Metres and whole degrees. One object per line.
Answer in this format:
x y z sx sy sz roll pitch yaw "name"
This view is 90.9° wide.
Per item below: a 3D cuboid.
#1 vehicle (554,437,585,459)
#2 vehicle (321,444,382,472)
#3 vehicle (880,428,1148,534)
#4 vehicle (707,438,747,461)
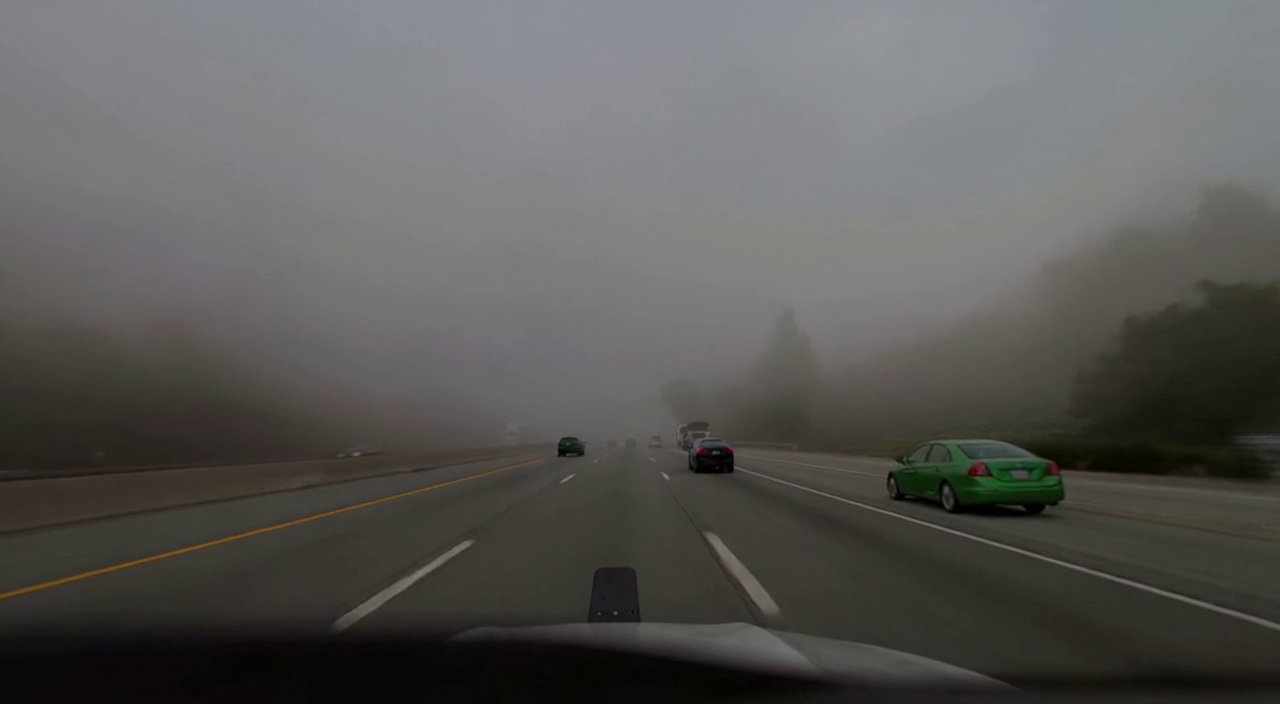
-5.263 7.164 47.376 1.966 1.570 3.859 0 -8 -1 "vehicle"
-16.204 5.939 35.538 1.729 1.424 3.547 0 -8 0 "vehicle"
6.142 2.124 11.122 2.028 1.488 4.236 0 -8 -2 "vehicle"
5.660 6.391 41.509 1.920 1.436 3.890 0 -8 -2 "vehicle"
